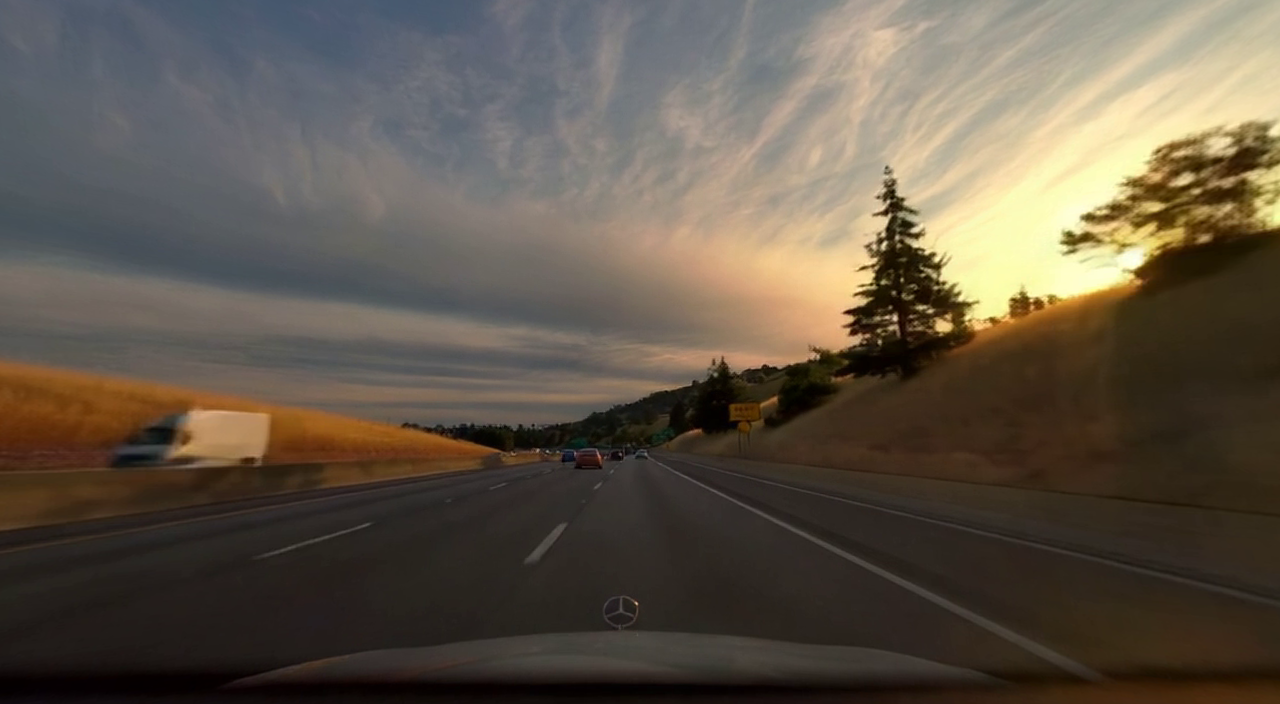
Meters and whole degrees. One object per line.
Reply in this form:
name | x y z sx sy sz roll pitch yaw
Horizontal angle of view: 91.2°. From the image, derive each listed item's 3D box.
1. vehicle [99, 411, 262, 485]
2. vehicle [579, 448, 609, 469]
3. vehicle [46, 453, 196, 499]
vehicle | -22.595 4.819 31.465 2.619 3.254 7.143 0 -9 0
vehicle | -3.261 7.678 45.354 1.895 1.482 3.852 0 -9 0
vehicle | -18.578 4.420 22.756 1.785 1.474 4.328 0 -9 -1
